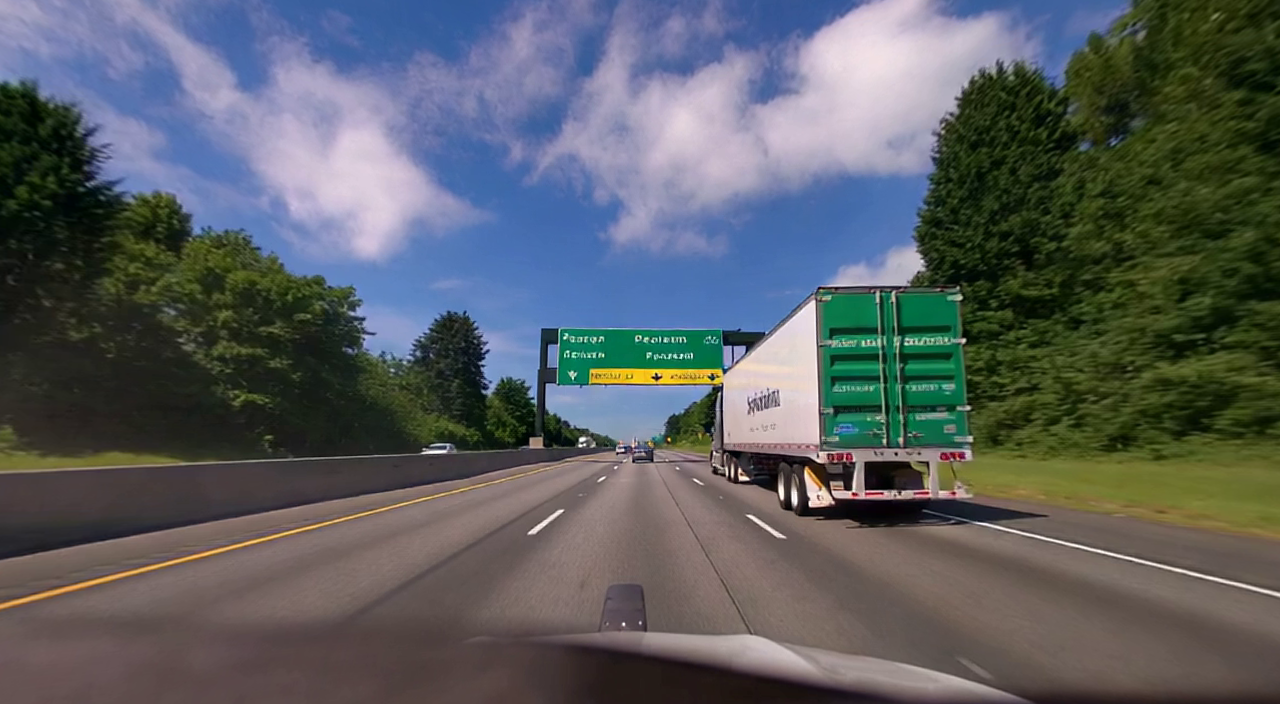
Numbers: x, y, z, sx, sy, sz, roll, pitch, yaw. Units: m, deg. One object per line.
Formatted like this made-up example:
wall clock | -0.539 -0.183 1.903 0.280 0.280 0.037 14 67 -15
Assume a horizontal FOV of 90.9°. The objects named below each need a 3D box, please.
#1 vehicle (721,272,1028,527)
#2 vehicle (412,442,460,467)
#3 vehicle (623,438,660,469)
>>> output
vehicle | 4.512 1.747 16.818 3.011 4.028 13.890 0 -9 1
vehicle | -14.961 7.538 46.401 1.894 1.765 4.604 0 -9 1
vehicle | 0.073 6.036 37.555 2.067 1.690 3.901 0 -9 0
